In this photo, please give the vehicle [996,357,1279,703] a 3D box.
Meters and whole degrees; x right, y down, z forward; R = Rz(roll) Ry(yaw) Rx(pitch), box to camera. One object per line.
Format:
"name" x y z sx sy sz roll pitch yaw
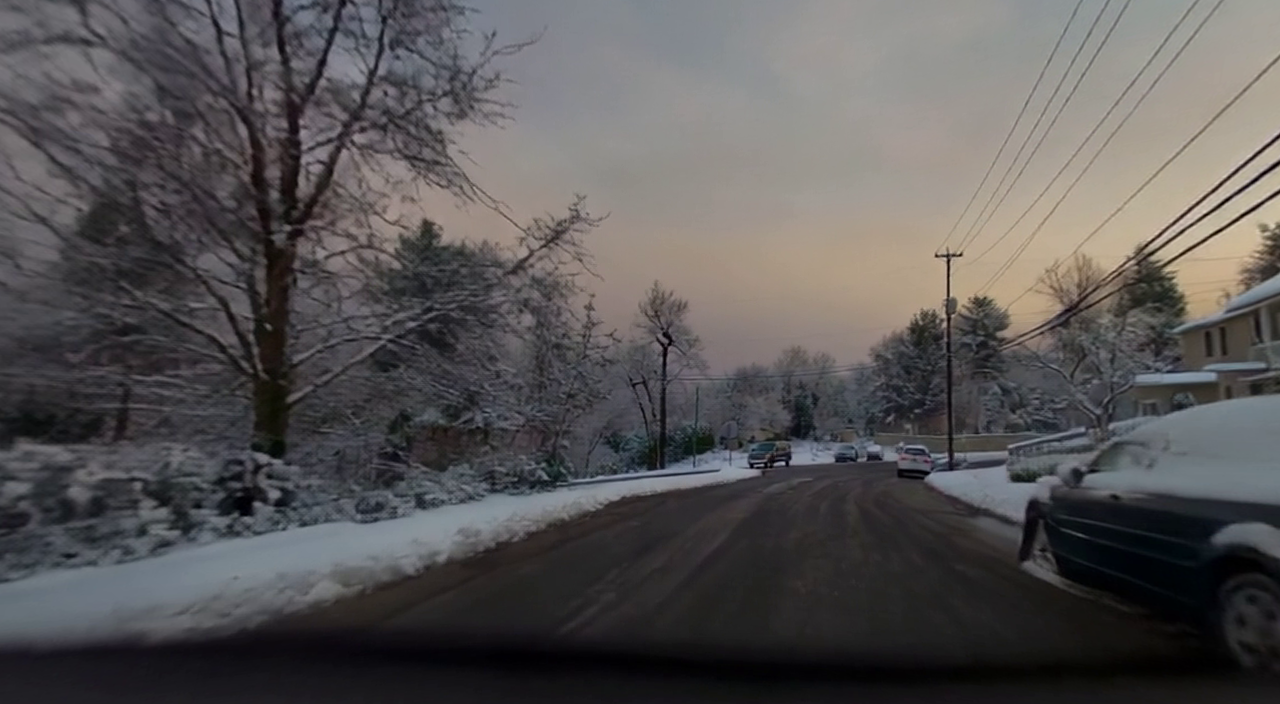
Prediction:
"vehicle" 4.661 1.174 4.328 2.311 1.909 5.570 -2 -9 13
